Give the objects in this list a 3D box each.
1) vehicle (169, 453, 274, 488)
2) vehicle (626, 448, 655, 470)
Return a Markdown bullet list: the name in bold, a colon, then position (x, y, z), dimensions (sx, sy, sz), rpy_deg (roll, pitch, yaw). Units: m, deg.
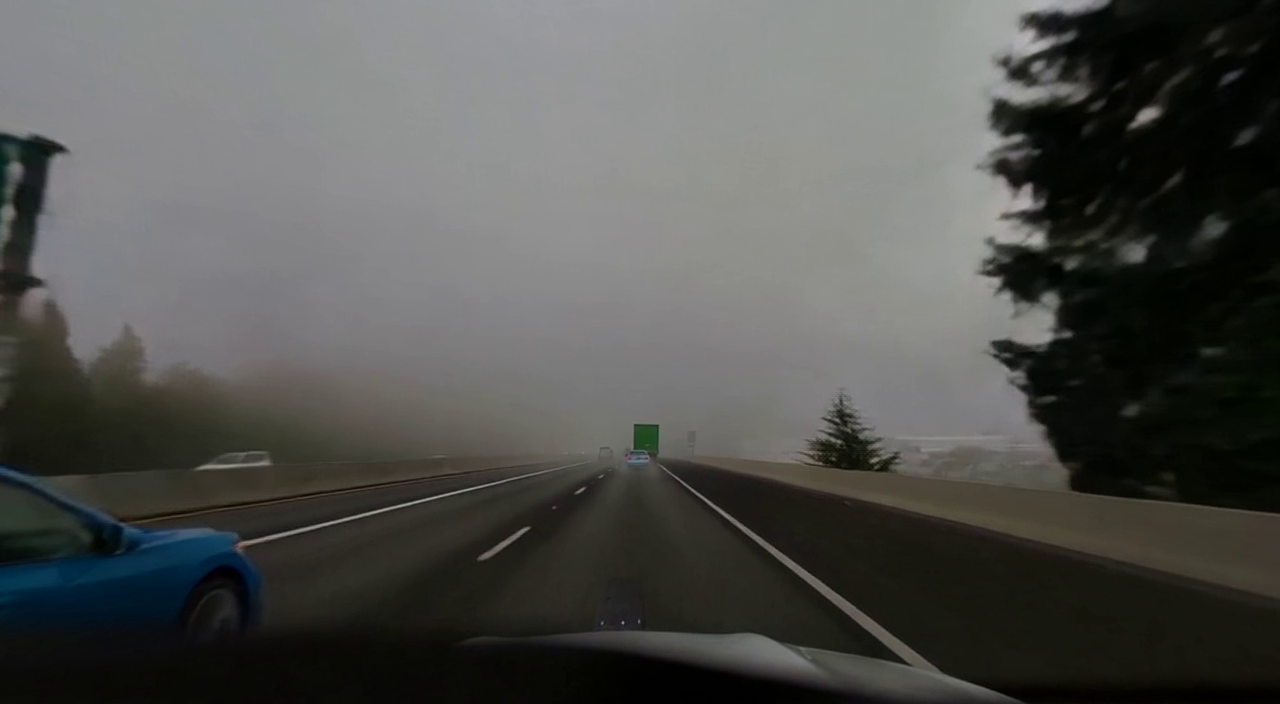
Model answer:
- **vehicle**: position (-19.939, 5.636, 30.289), dimensions (1.859, 1.499, 4.524), rpy_deg (-1, -9, 2)
- **vehicle**: position (0.054, 8.110, 47.927), dimensions (2.094, 1.559, 3.945), rpy_deg (-1, -9, 0)
